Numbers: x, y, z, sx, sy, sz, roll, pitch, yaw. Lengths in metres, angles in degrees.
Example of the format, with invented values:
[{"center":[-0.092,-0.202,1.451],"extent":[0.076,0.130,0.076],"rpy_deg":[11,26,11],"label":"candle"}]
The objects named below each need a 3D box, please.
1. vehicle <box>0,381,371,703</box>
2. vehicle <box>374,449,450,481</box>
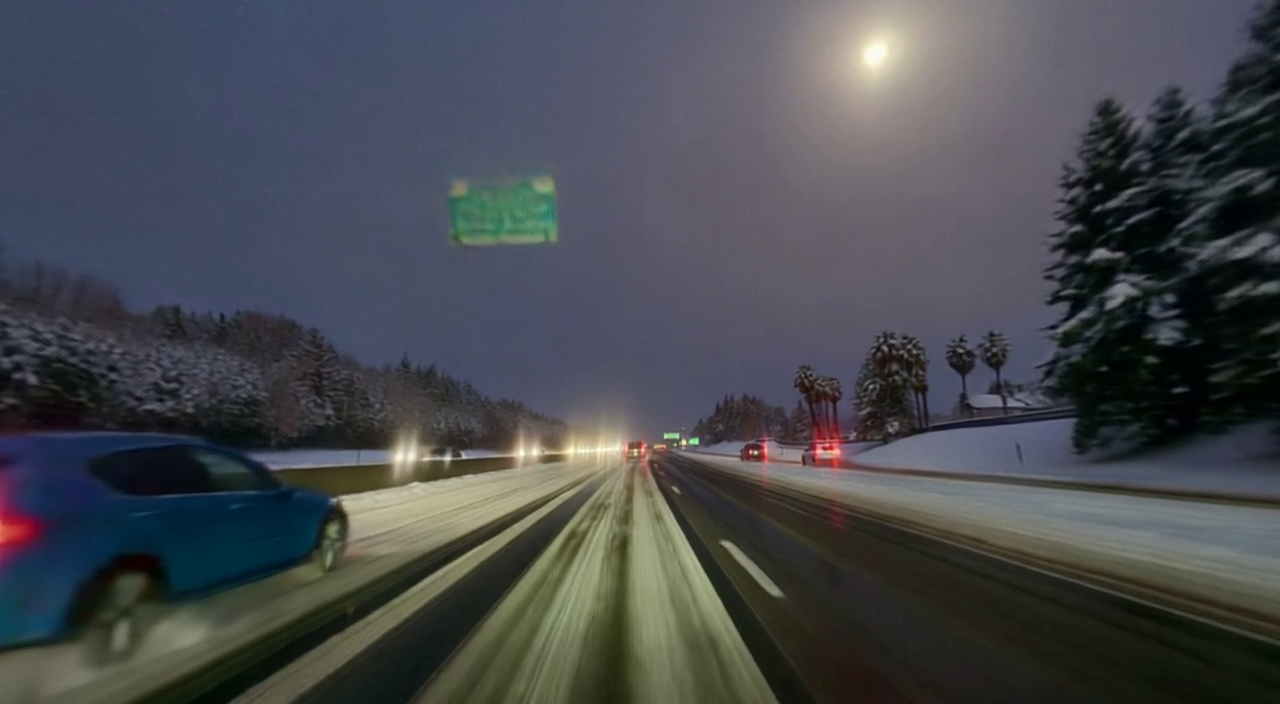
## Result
[{"center":[-3.770,1.156,4.152],"extent":[1.996,1.617,4.637],"rpy_deg":[0,-9,-1],"label":"vehicle"},{"center":[-11.203,5.559,31.415],"extent":[2.122,1.455,4.530],"rpy_deg":[0,-9,0],"label":"vehicle"}]
